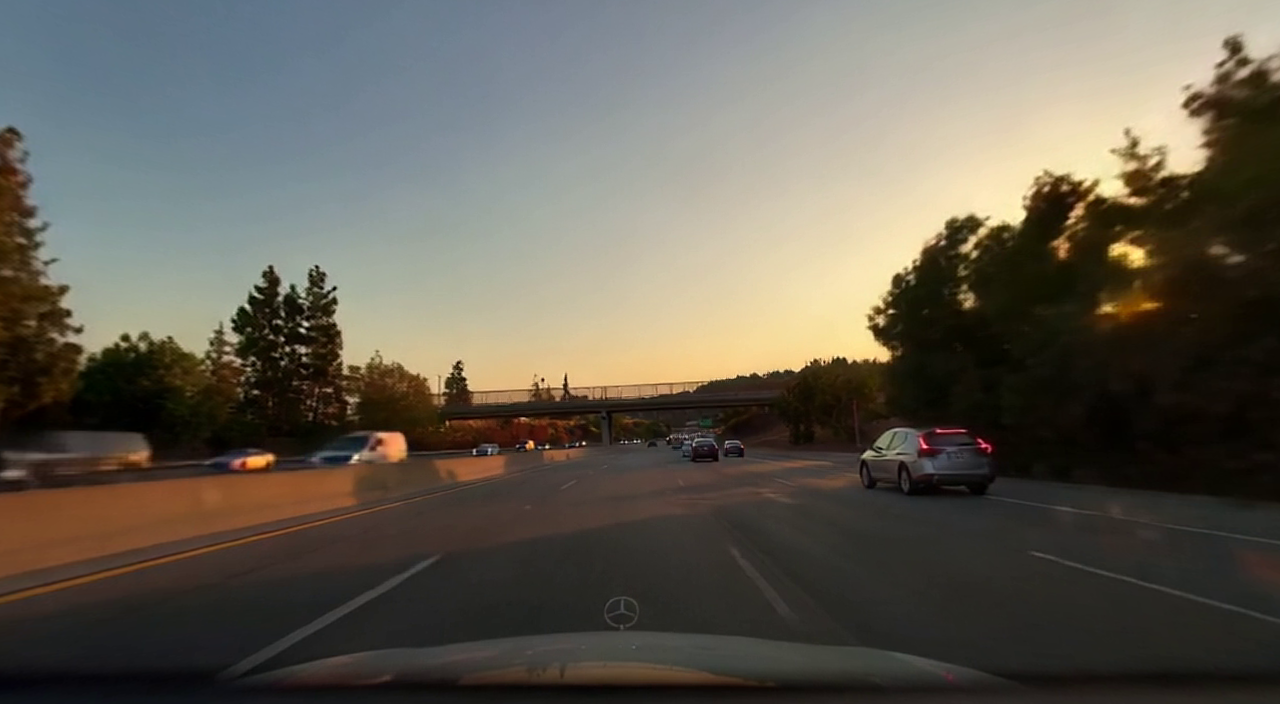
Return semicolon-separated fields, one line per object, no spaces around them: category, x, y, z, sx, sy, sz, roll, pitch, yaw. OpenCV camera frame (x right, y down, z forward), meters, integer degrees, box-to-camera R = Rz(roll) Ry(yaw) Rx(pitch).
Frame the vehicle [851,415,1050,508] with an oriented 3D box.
vehicle;6.966;2.527;14.990;2.087;1.806;4.946;0;-9;-1

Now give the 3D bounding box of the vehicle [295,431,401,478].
vehicle;-13.449;4.775;29.584;2.310;1.956;5.331;-1;-9;1

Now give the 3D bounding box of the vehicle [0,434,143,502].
vehicle;-19.952;3.730;20.717;2.242;1.980;6.315;0;-9;-1

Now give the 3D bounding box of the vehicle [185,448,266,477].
vehicle;-23.310;6.199;35.692;1.832;1.526;3.977;0;-9;0

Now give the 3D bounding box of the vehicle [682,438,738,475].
vehicle;2.987;4.586;27.903;1.981;1.471;4.342;0;-9;0
